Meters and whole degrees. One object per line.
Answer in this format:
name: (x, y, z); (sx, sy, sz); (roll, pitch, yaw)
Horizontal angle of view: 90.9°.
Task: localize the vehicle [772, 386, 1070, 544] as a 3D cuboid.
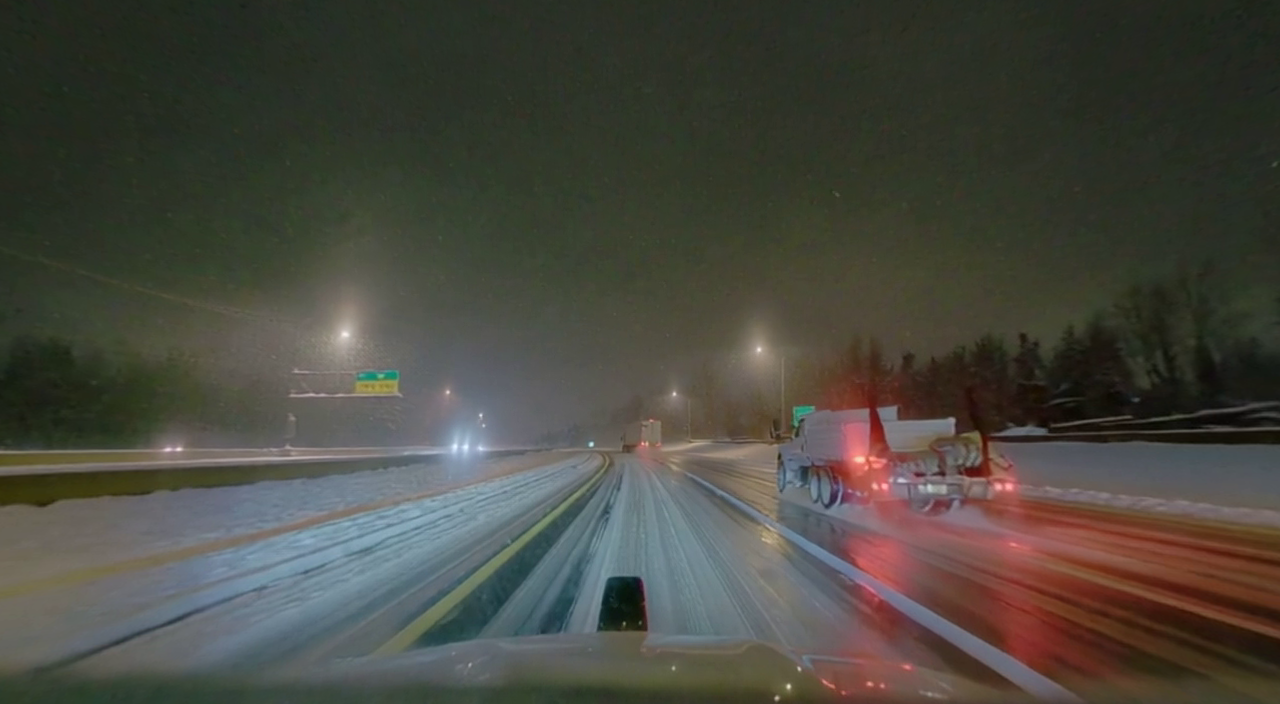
vehicle: (4.117, 1.819, 10.789); (2.383, 1.959, 5.669); (0, -8, -1)
